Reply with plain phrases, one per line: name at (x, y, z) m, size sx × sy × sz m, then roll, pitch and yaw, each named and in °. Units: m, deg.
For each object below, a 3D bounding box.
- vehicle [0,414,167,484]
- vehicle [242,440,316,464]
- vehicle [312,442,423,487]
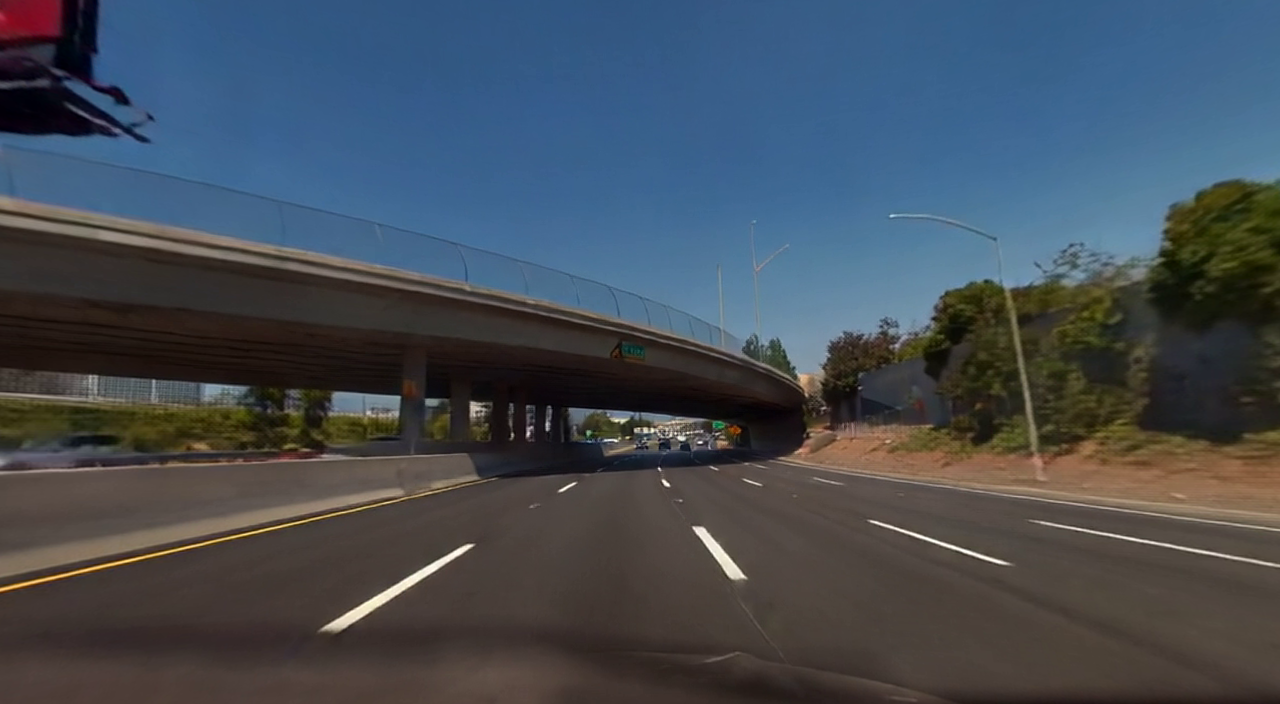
vehicle at (-19.495, 3.302, 21.633) m, size 2.235 × 2.061 × 5.495 m, roll 0°, pitch -9°, yaw 1°
vehicle at (-22.607, 6.303, 39.759) m, size 1.867 × 1.408 × 4.507 m, roll 0°, pitch -9°, yaw 2°
vehicle at (-9.478, 3.937, 22.433) m, size 1.938 × 1.430 × 4.392 m, roll 0°, pitch -9°, yaw 1°
